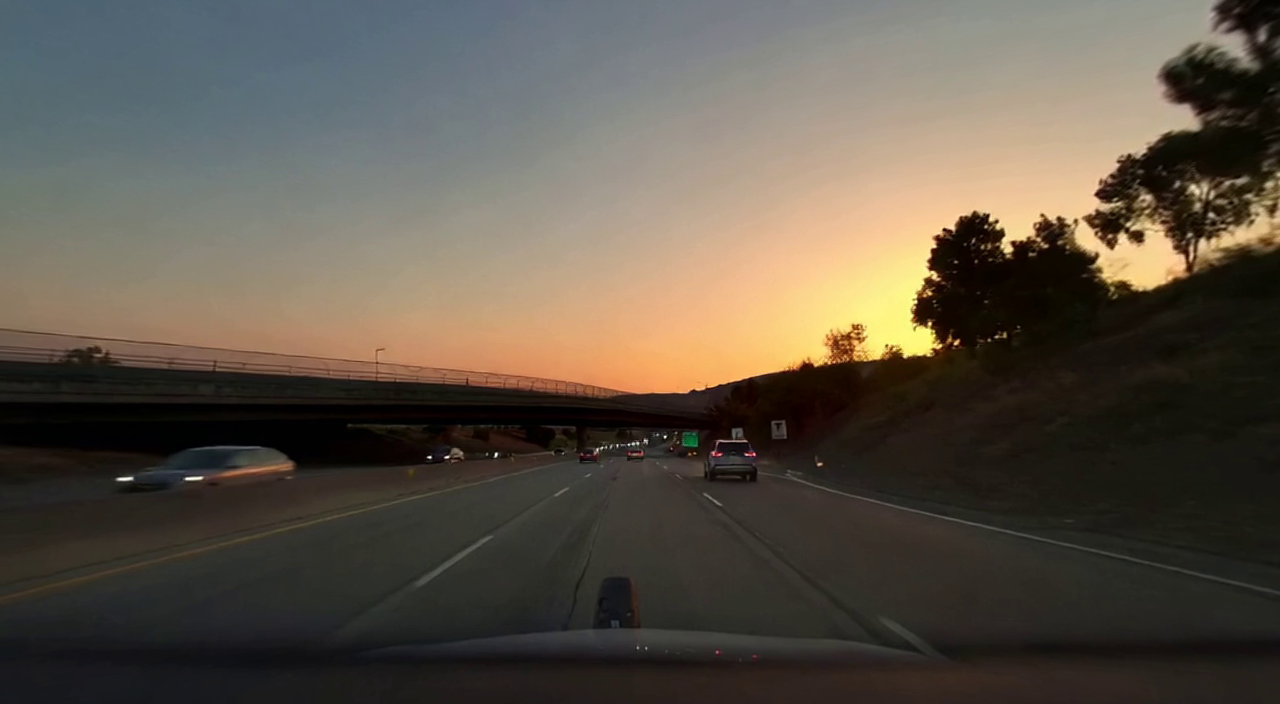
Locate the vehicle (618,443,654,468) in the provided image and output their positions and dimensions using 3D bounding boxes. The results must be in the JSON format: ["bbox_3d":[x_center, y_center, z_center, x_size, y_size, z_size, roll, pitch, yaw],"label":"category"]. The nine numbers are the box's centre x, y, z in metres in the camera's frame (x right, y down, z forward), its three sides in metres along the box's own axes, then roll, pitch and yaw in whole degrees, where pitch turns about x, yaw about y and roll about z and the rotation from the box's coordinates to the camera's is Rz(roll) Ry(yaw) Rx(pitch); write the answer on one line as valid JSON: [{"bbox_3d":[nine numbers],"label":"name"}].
[{"bbox_3d":[-0.247,7.123,43.262,1.969,1.595,3.964,-1,-9,7],"label":"vehicle"}]

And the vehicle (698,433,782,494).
[{"bbox_3d":[2.963,3.419,19.518,2.143,1.667,4.221,-1,-9,3],"label":"vehicle"}]

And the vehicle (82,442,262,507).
[{"bbox_3d":[-12.894,3.366,17.678,1.930,1.584,4.230,0,-9,-3],"label":"vehicle"}]
